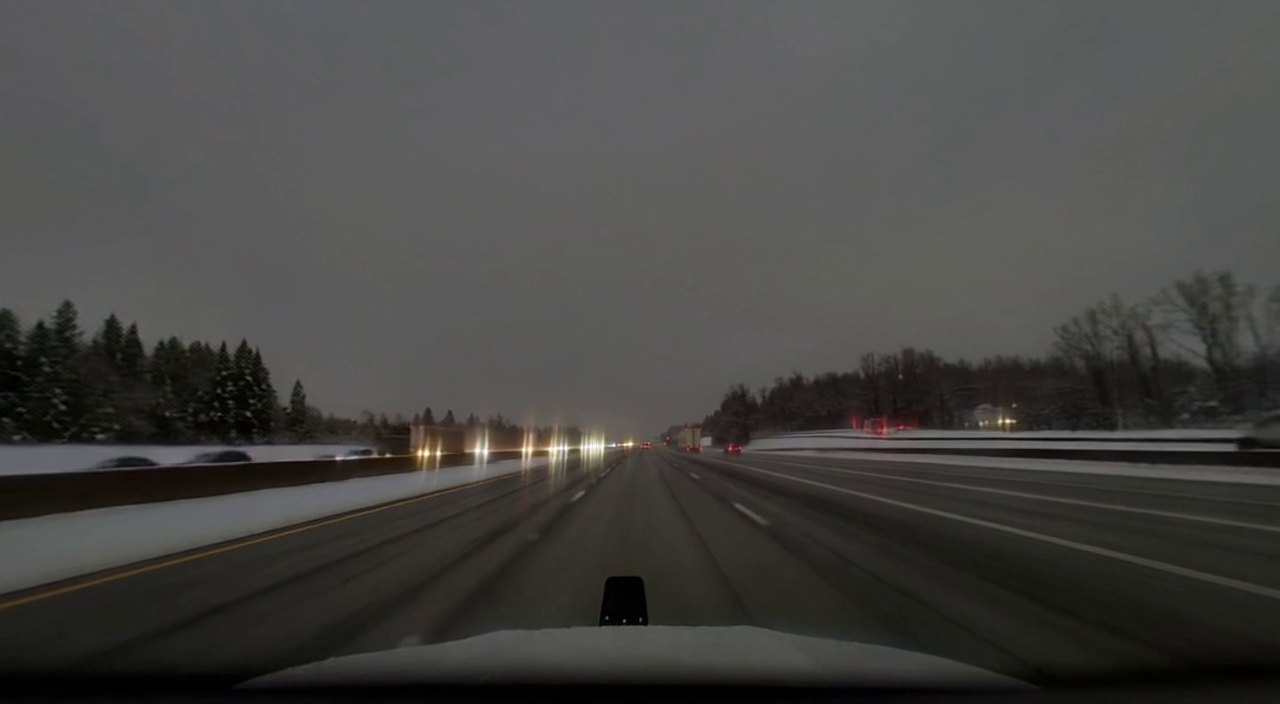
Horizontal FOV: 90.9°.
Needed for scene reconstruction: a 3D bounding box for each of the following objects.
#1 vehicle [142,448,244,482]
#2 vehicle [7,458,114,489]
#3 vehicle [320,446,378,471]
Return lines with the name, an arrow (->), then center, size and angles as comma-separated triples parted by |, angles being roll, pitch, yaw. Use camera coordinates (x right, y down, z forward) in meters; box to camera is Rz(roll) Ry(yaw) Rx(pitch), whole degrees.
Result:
vehicle -> -24.958, 6.295, 35.506 | 2.030, 1.772, 4.969 | 0, -8, 1
vehicle -> -31.327, 6.535, 34.268 | 1.823, 1.455, 4.167 | 0, -8, 0
vehicle -> -21.357, 7.822, 46.519 | 1.997, 1.681, 4.625 | 0, -8, 1
